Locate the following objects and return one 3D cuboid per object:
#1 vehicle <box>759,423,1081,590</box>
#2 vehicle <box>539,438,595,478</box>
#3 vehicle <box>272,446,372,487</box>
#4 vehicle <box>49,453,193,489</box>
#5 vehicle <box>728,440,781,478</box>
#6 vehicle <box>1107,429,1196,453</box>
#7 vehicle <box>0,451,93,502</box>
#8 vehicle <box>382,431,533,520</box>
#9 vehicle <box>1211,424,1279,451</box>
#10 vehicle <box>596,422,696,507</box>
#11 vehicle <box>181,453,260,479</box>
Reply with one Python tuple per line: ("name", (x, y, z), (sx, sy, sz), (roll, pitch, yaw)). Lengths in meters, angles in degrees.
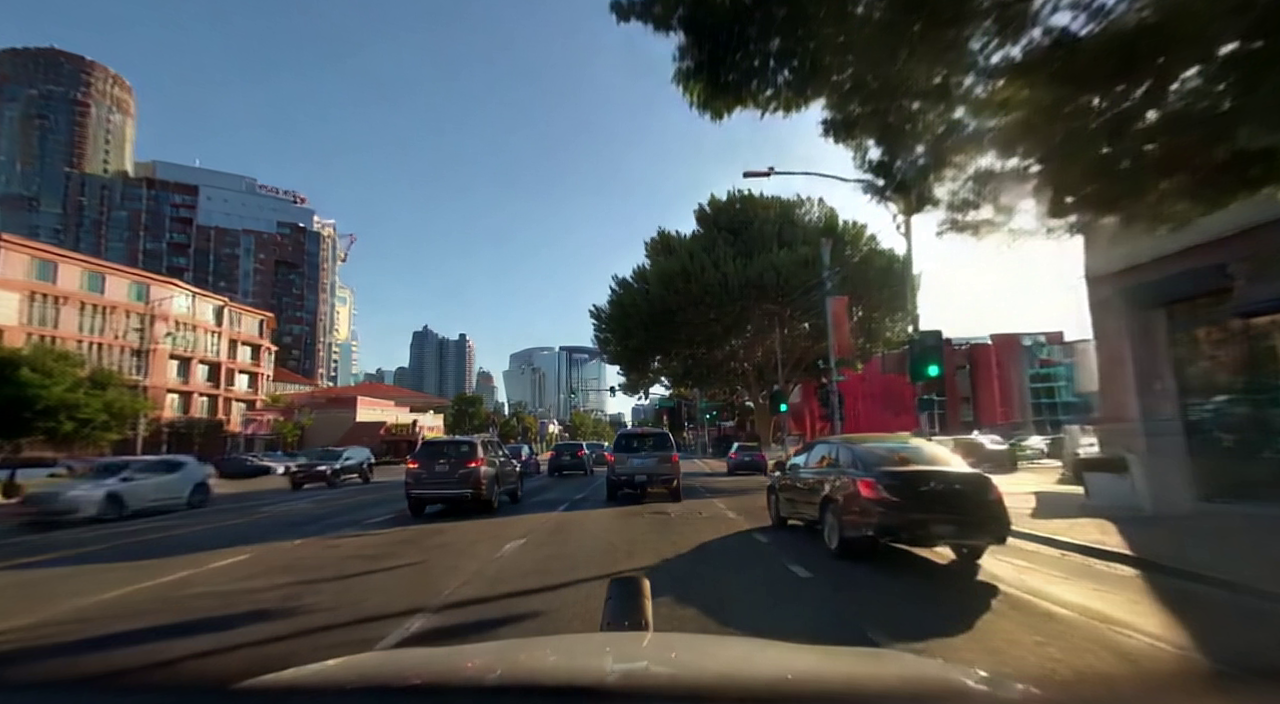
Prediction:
("vehicle", (2.963, 1.725, 7.967), (2.030, 1.492, 4.383), (0, -8, 0))
("vehicle", (-3.101, 4.591, 27.558), (1.894, 1.642, 3.861), (0, -8, 2))
("vehicle", (-14.697, 5.281, 29.481), (2.099, 1.696, 4.746), (0, -8, 1))
("vehicle", (-29.809, 6.817, 36.506), (2.021, 1.802, 5.987), (-5, -10, 30))
("vehicle", (4.863, 4.488, 26.707), (1.986, 1.457, 4.566), (-2, -8, 11))
("vehicle", (37.398, 6.503, 46.191), (4.409, 1.696, 2.180), (-2, -9, 11))
("vehicle", (-24.475, 4.759, 24.227), (1.919, 1.831, 5.335), (0, -8, 2))
("vehicle", (-3.695, 2.568, 13.655), (1.886, 1.599, 4.247), (0, -8, 1))
("vehicle", (43.538, 5.990, 44.266), (4.557, 1.700, 1.876), (-5, -9, 17))
("vehicle", (0.162, 2.645, 15.214), (2.075, 1.770, 4.018), (0, -8, 1))
("vehicle", (-29.453, 7.996, 44.294), (4.337, 1.690, 1.875), (-2, -8, 5))
